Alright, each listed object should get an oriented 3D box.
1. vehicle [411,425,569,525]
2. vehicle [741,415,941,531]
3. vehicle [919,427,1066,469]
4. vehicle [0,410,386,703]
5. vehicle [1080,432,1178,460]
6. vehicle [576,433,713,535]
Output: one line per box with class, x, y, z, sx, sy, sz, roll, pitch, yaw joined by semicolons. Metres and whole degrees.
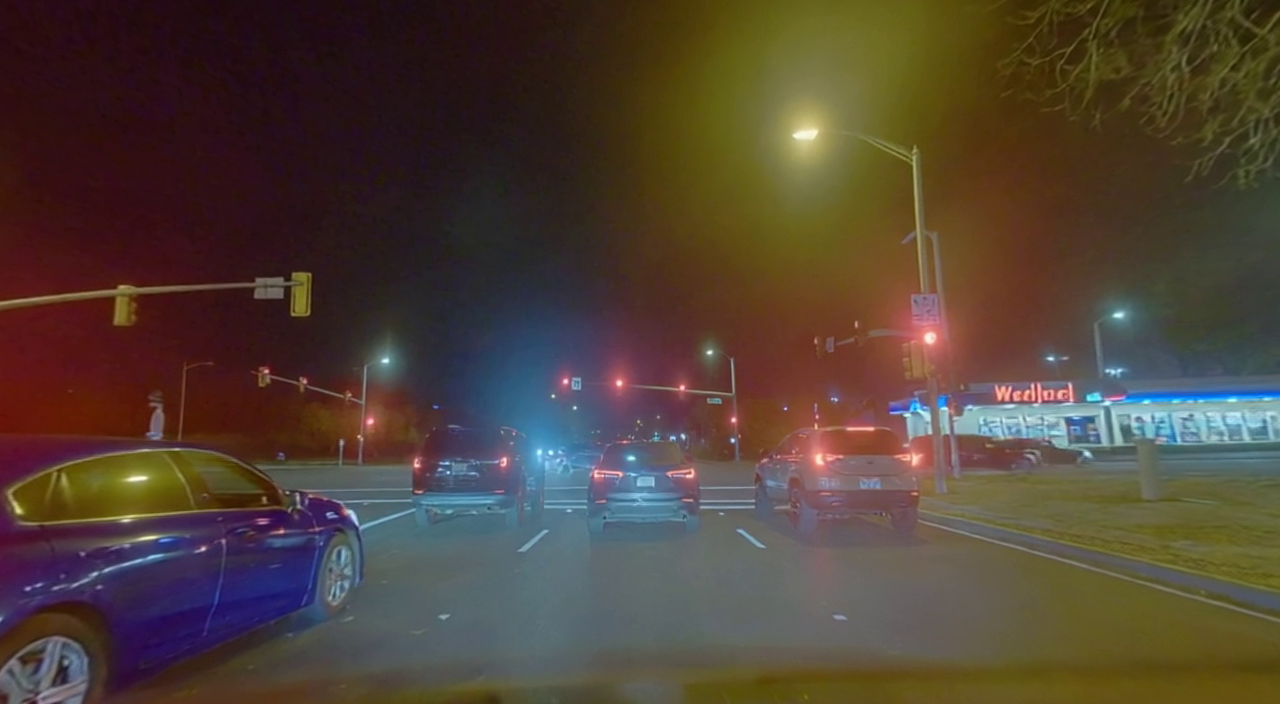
vehicle;-2.826;2.436;12.939;2.072;1.694;4.070;-1;-9;2
vehicle;3.305;2.113;11.485;2.076;1.691;4.402;0;-9;-1
vehicle;17.471;4.808;31.561;5.829;1.977;2.379;-2;-9;10
vehicle;-3.329;1.135;3.425;2.014;1.472;4.357;0;-9;1
vehicle;30.553;5.899;39.441;4.432;1.680;1.932;0;-9;2
vehicle;0.108;2.274;11.394;2.032;1.499;3.994;0;-9;1
